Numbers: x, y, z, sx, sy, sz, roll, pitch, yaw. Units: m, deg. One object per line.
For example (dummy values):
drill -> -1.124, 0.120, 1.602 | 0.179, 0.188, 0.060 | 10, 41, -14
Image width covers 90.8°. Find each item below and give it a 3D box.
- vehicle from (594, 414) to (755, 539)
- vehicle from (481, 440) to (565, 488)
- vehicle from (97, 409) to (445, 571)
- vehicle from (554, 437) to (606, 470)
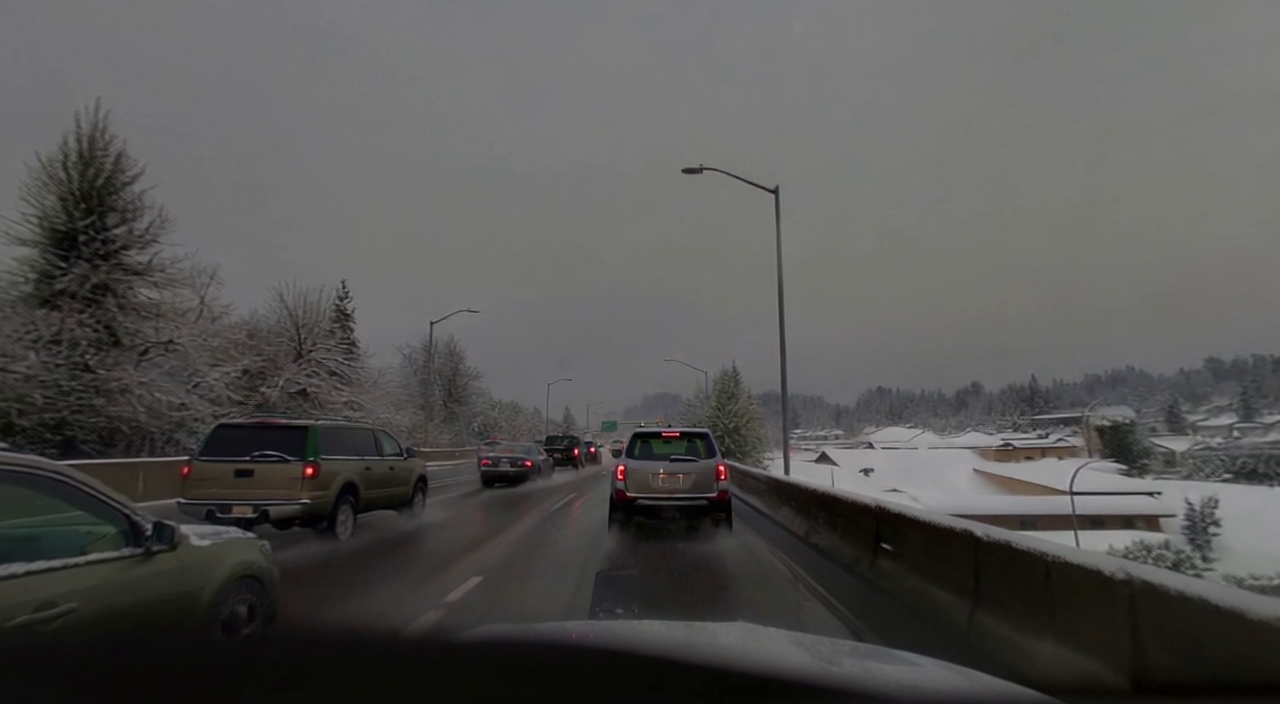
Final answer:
vehicle -> 0.519, 2.065, 11.052 | 2.235, 1.716, 4.435 | 0, -9, 1
vehicle -> -3.880, 3.783, 21.700 | 1.868, 1.470, 4.105 | -1, -9, 4
vehicle -> -4.628, 1.792, 8.953 | 2.076, 1.688, 4.334 | -1, -9, 4
vehicle -> -3.222, 5.592, 34.990 | 2.109, 1.714, 4.472 | -1, -9, 5
